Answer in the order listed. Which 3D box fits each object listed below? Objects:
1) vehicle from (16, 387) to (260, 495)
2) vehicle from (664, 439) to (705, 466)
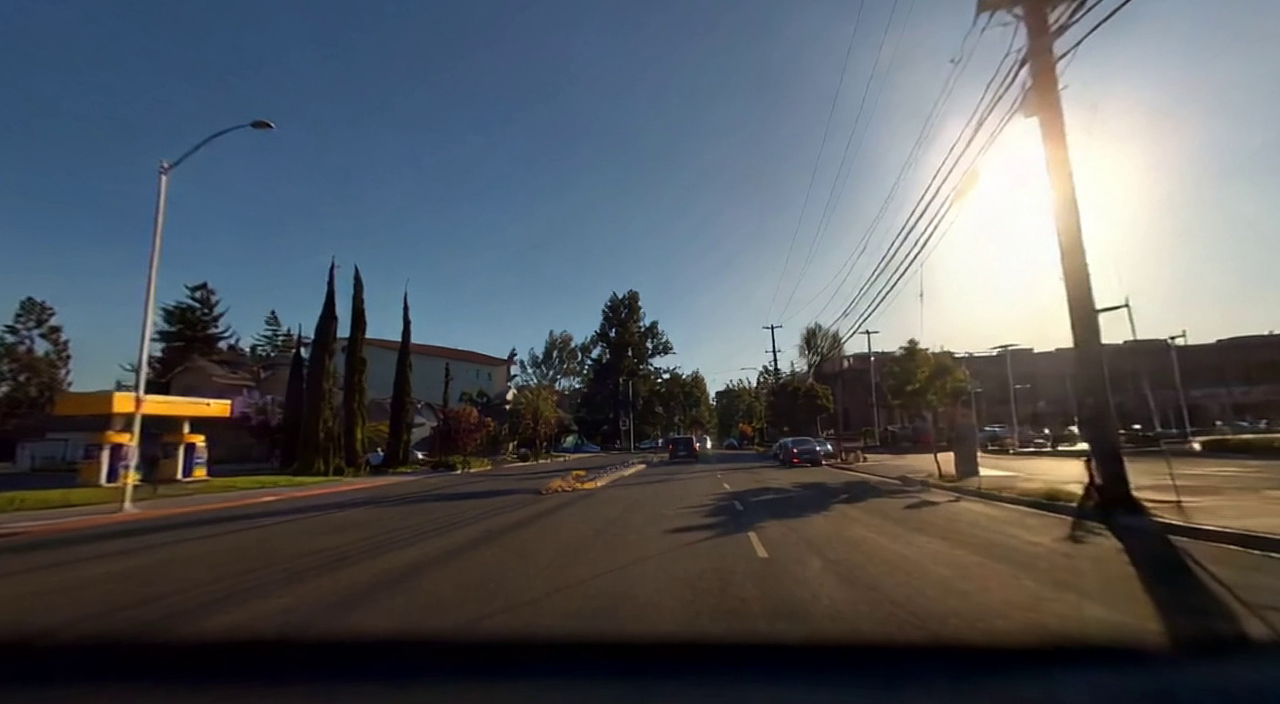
[{"bbox_3d":[-19.171,3.539,25.014,2.923,3.546,7.640,-2,-8,4],"label":"vehicle"},{"bbox_3d":[2.678,5.877,37.066,2.073,1.525,3.968,-1,-8,8],"label":"vehicle"}]
